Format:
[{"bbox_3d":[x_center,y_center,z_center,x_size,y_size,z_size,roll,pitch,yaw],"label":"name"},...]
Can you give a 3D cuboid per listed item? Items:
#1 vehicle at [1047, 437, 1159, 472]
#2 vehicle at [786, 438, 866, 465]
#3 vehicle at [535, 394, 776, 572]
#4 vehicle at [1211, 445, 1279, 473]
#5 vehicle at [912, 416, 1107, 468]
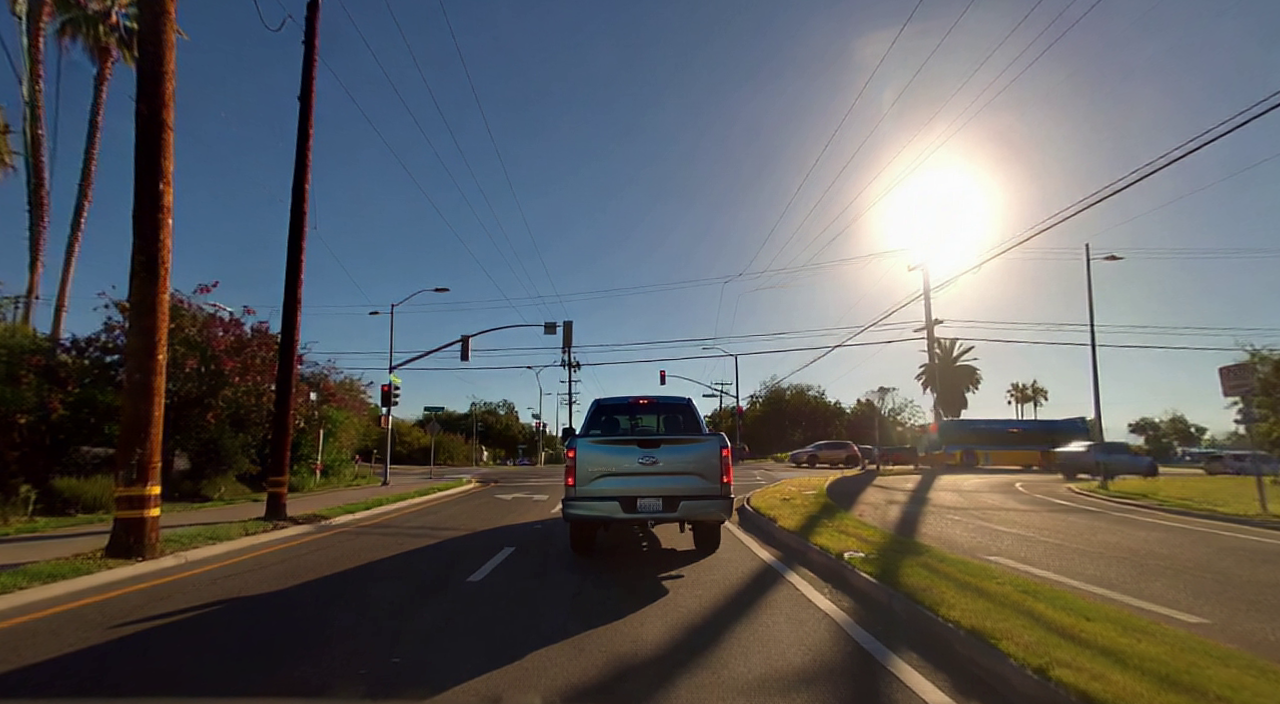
[{"bbox_3d":[21.570,4.751,29.452,4.520,1.496,2.060,3,-9,-23],"label":"vehicle"},{"bbox_3d":[13.460,7.260,46.085,5.235,1.878,2.107,-2,-8,8],"label":"vehicle"},{"bbox_3d":[0.123,1.873,9.940,2.707,1.964,5.485,0,-8,-1],"label":"vehicle"},{"bbox_3d":[40.947,6.949,41.256,5.426,1.728,1.999,0,-8,-3],"label":"vehicle"},{"bbox_3d":[23.998,5.910,41.531,10.726,3.128,3.003,-1,-8,2],"label":"vehicle"}]
